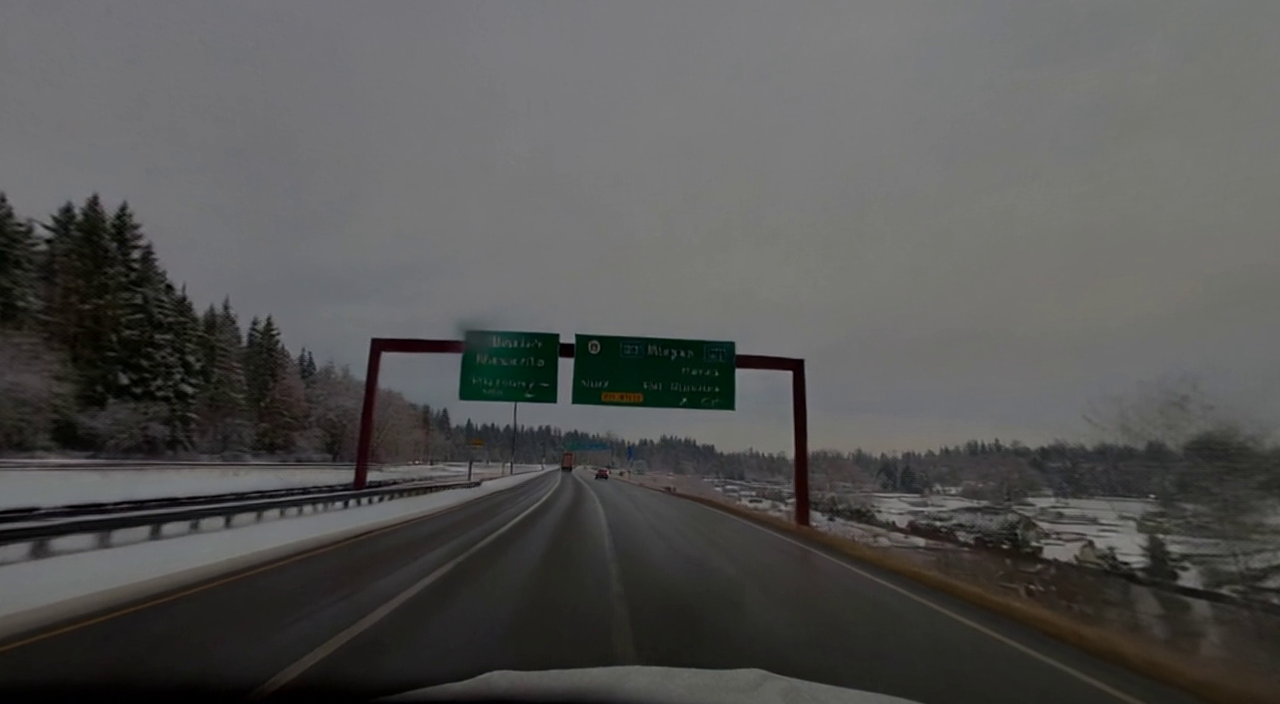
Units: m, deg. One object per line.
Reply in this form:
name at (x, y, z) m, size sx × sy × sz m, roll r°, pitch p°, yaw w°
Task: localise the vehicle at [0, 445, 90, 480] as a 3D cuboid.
vehicle at (-31.763, 5.791, 32.911) m, size 1.936 × 1.701 × 4.864 m, roll 2°, pitch -11°, yaw -6°
